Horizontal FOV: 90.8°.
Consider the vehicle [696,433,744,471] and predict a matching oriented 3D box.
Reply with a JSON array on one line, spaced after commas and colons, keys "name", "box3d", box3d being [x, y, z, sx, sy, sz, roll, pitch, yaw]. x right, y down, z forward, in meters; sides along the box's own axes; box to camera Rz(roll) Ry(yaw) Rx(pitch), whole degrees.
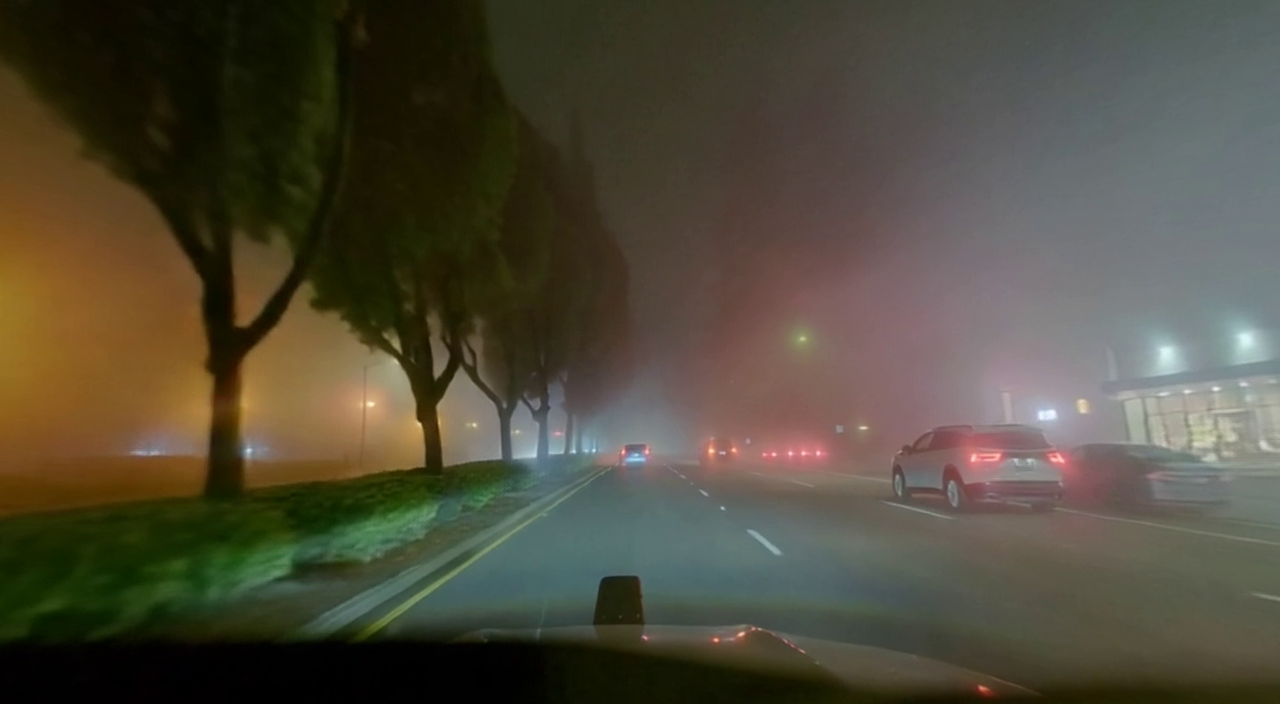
[{"name": "vehicle", "box3d": [4.131, 5.252, 33.256, 1.955, 1.845, 4.538, 0, -8, 1]}]

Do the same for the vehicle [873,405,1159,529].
[{"name": "vehicle", "box3d": [6.935, 2.219, 12.767, 2.240, 1.923, 5.678, 0, -8, 0]}]

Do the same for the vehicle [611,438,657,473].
[{"name": "vehicle", "box3d": [-0.266, 4.958, 30.395, 2.037, 1.568, 3.693, 0, -8, 0]}]

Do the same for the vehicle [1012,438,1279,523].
[{"name": "vehicle", "box3d": [10.427, 2.609, 13.511, 1.898, 1.475, 4.860, 0, -8, -1]}]
